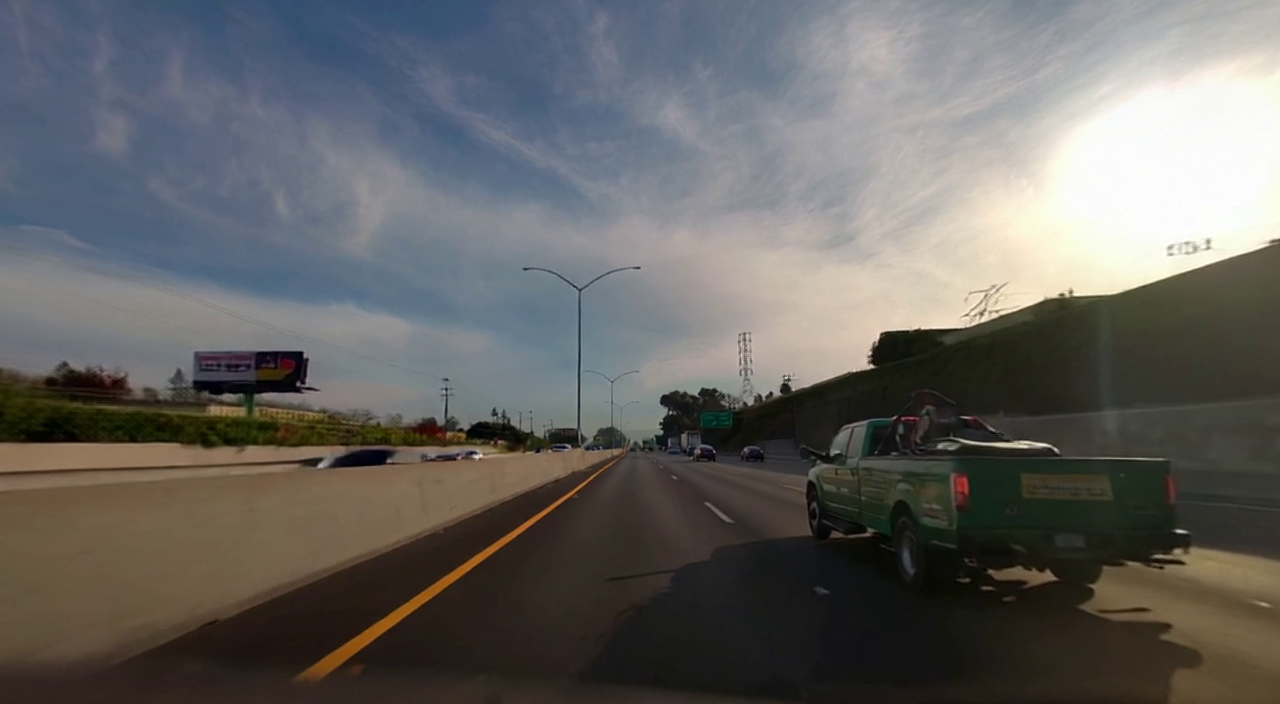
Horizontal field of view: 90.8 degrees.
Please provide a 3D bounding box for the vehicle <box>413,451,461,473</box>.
[{"bbox_3d":[-14.690,7.991,45.971,1.877,1.481,4.684,0,-9,0],"label":"vehicle"}]

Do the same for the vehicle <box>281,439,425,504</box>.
[{"bbox_3d":[-7.500,3.139,17.027,2.035,1.508,3.950,0,-9,0],"label":"vehicle"}]

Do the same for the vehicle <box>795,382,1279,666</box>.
[{"bbox_3d":[3.080,1.375,6.146,1.973,1.710,4.476,0,-9,0],"label":"vehicle"}]
